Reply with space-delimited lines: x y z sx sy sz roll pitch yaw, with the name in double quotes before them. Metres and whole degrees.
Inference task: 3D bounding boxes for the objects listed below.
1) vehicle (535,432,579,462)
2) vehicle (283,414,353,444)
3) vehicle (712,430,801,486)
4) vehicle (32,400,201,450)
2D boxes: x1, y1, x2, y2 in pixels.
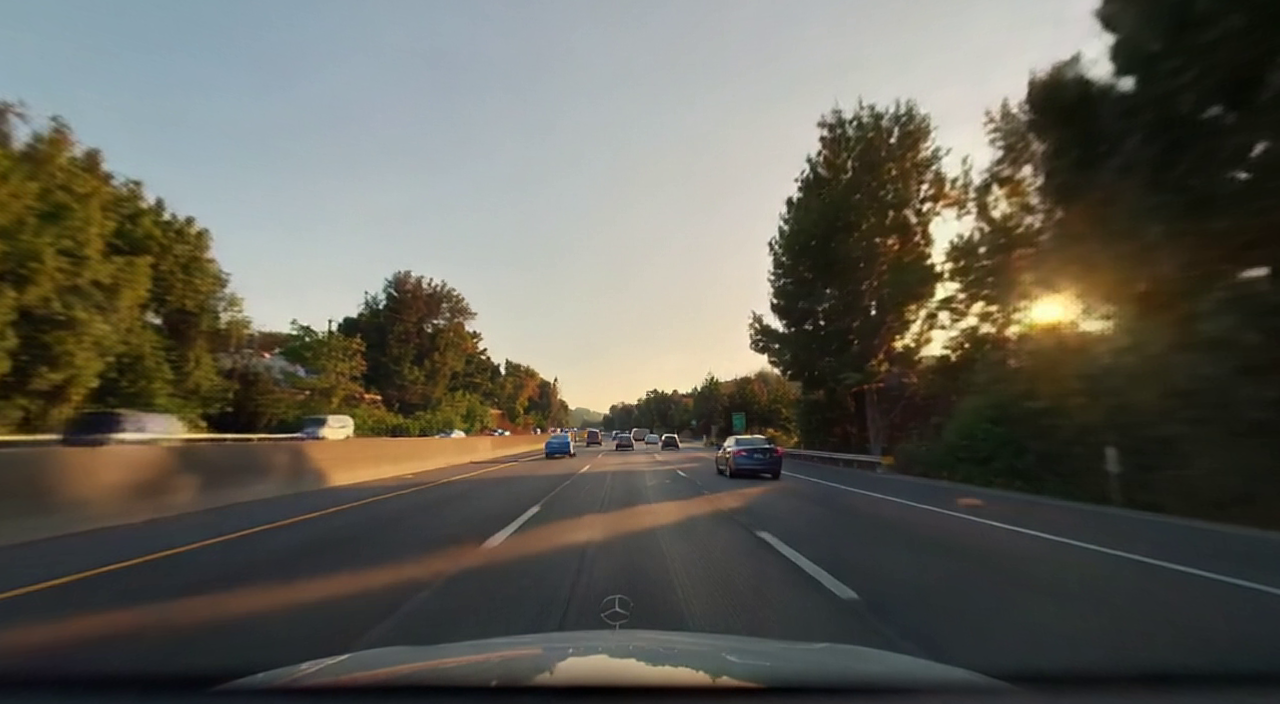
"vehicle" -4.507 5.181 34.724 1.941 1.529 4.111 0 -8 -1
"vehicle" -21.808 5.264 42.951 2.150 1.879 5.149 0 -8 -2
"vehicle" 3.446 3.194 19.390 1.883 1.536 3.792 0 -8 -2
"vehicle" -18.135 2.599 22.211 1.963 1.581 4.609 0 -8 0
